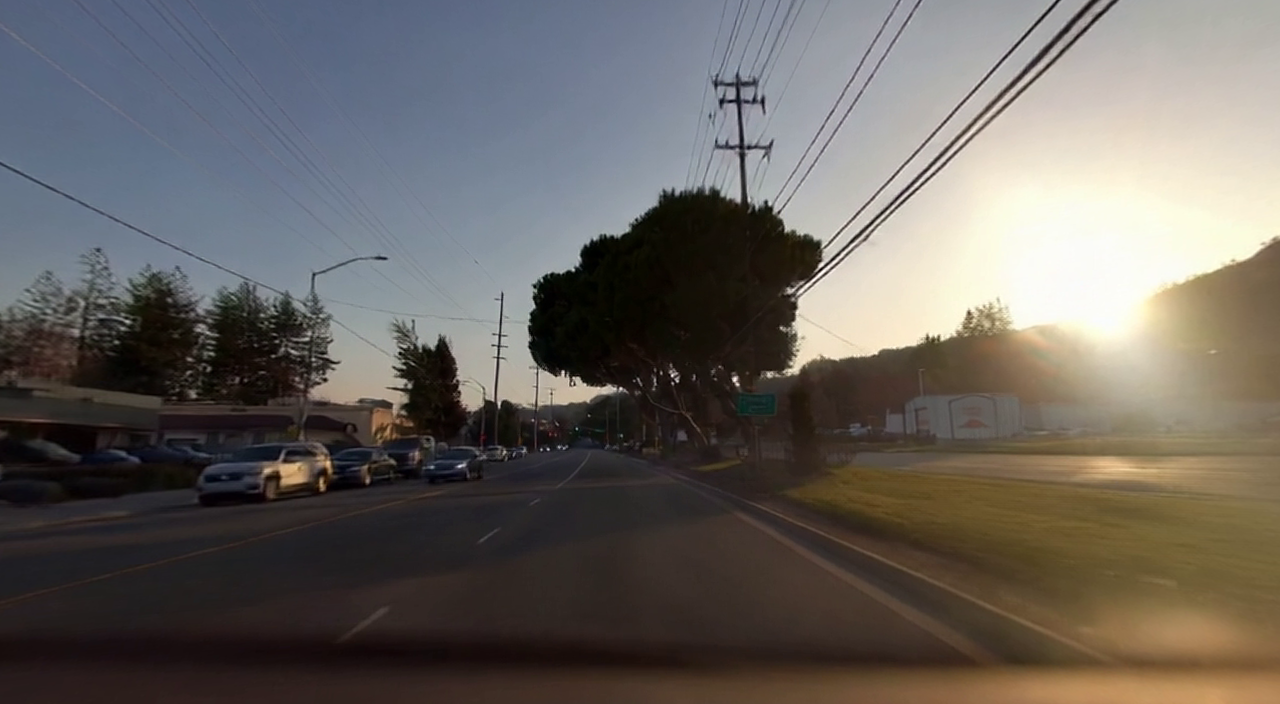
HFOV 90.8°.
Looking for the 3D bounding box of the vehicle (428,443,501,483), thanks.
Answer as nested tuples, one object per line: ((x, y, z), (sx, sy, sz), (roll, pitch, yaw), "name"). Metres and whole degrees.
((-7.145, 4.560, 26.234), (1.849, 1.512, 4.302), (0, -9, -1), "vehicle")

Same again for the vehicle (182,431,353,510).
((-10.211, 3.268, 17.960), (2.016, 1.872, 5.297), (1, -9, -5), "vehicle")

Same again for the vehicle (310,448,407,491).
((-10.576, 4.405, 24.147), (1.842, 1.461, 4.568), (0, -9, -4), "vehicle")
